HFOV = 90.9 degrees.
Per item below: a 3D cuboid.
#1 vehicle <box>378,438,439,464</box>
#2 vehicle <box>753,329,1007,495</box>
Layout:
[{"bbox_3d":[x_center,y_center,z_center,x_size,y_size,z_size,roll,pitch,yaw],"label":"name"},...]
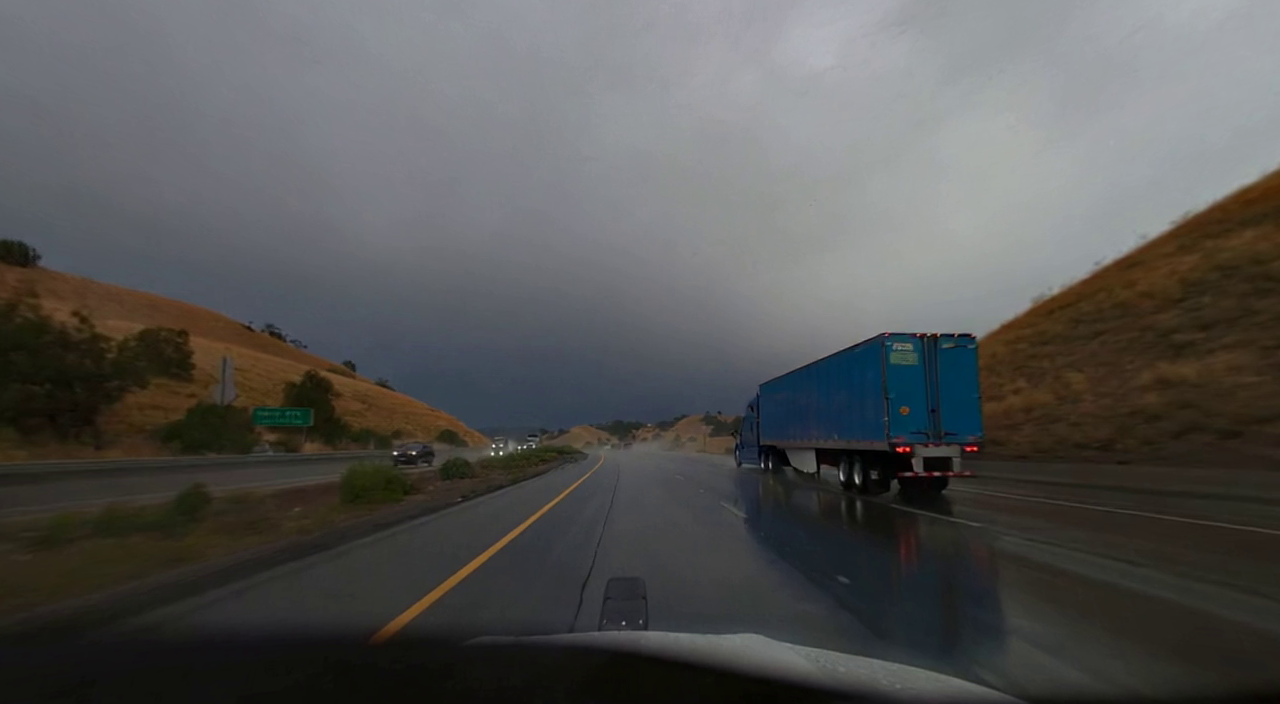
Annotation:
[{"bbox_3d":[-14.692,6.324,40.374,2.060,1.518,5.101,0,-8,-1],"label":"vehicle"},{"bbox_3d":[7.482,2.665,24.065,2.923,4.182,16.345,0,-8,-1],"label":"vehicle"}]
